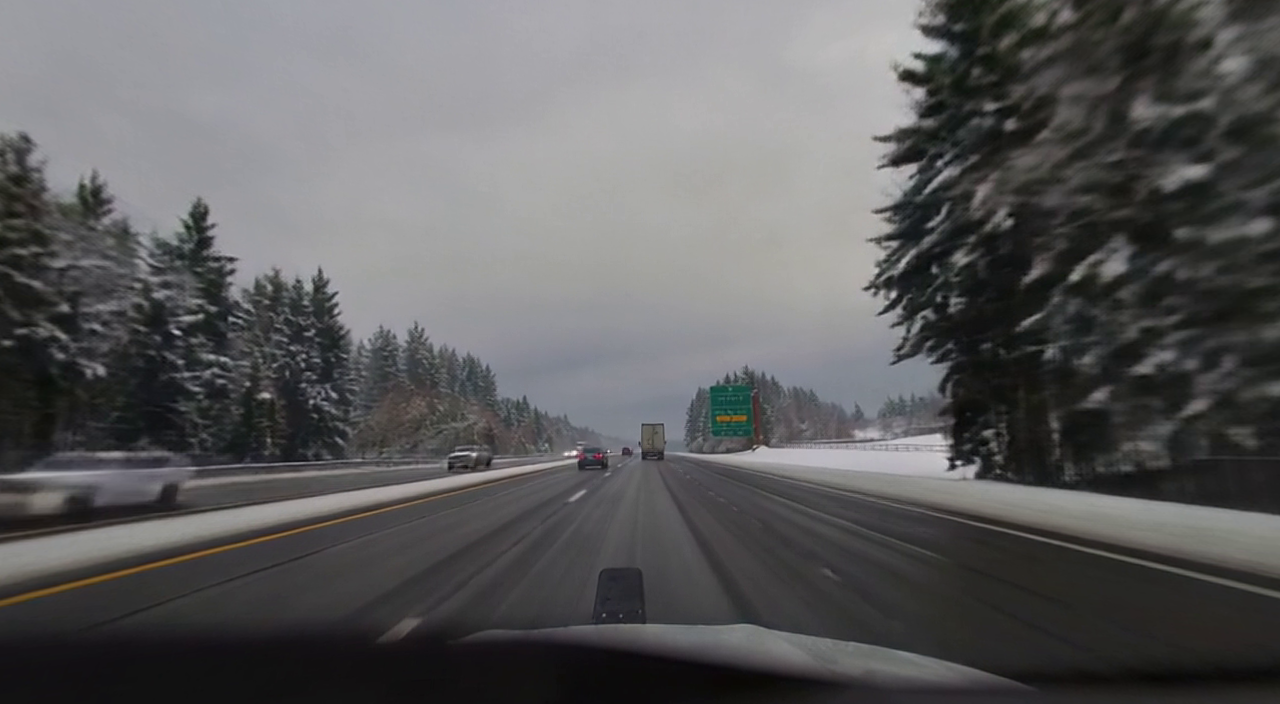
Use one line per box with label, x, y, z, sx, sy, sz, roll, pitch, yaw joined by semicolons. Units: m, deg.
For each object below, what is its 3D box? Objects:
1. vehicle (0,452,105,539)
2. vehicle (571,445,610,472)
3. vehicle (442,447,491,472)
vehicle;-12.031;2.442;10.650;1.841;1.487;4.687;0;-9;1
vehicle;-3.114;6.851;40.706;2.057;1.618;4.212;0;-9;1
vehicle;-11.480;7.144;42.035;1.961;1.550;4.218;0;-9;1
